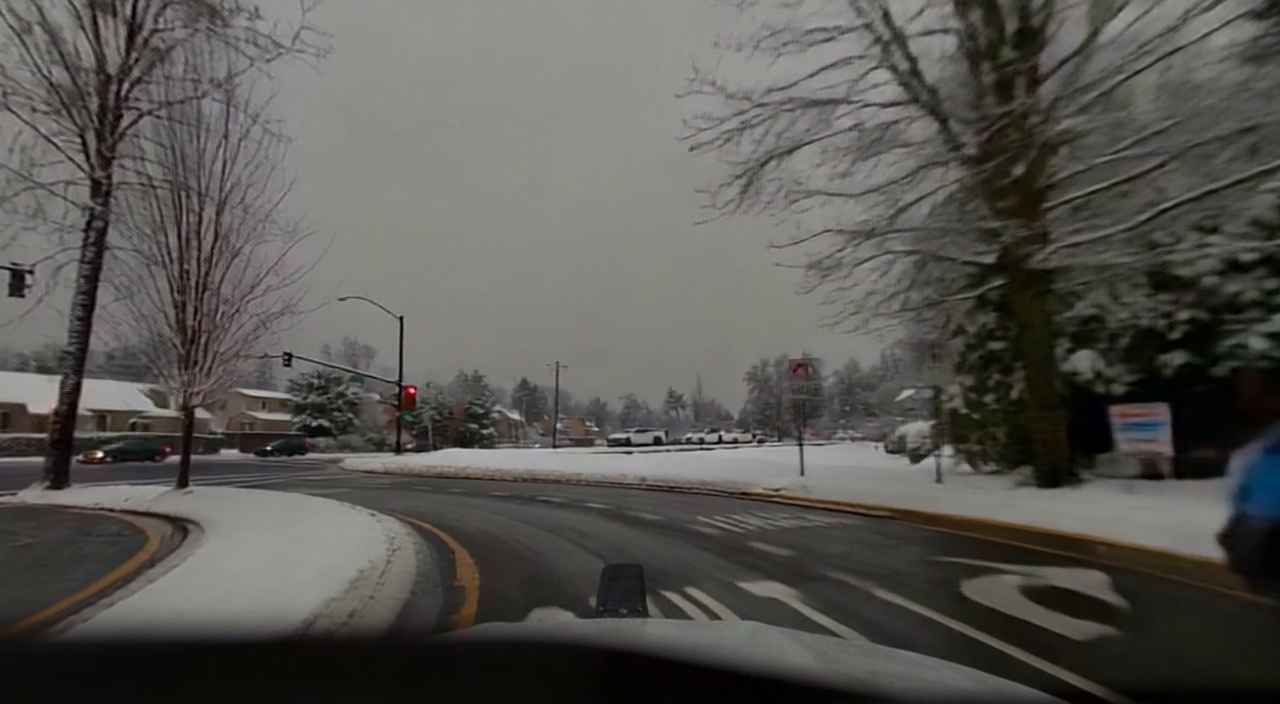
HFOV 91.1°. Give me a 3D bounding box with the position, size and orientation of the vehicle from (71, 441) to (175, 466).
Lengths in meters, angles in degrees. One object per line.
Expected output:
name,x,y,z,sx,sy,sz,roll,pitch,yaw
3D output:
vehicle,-33.177,6.531,40.462,1.847,1.461,4.853,-3,-9,17

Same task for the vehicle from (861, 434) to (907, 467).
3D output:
vehicle,12.989,5.163,33.220,1.907,1.515,4.550,-4,-7,25
